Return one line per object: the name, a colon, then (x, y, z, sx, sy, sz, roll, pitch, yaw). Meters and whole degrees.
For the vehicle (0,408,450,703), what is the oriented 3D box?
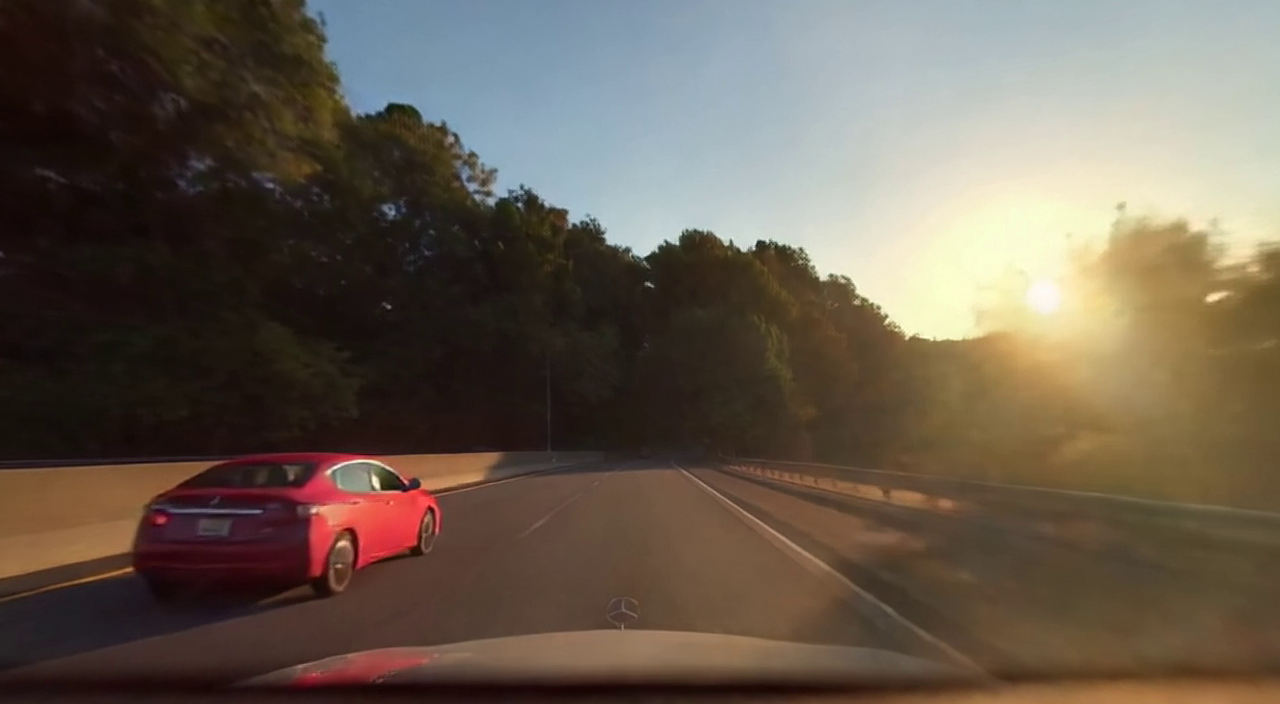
vehicle: (-3.219, 1.352, 5.210, 1.934, 1.486, 4.115, 0, -9, 1)
